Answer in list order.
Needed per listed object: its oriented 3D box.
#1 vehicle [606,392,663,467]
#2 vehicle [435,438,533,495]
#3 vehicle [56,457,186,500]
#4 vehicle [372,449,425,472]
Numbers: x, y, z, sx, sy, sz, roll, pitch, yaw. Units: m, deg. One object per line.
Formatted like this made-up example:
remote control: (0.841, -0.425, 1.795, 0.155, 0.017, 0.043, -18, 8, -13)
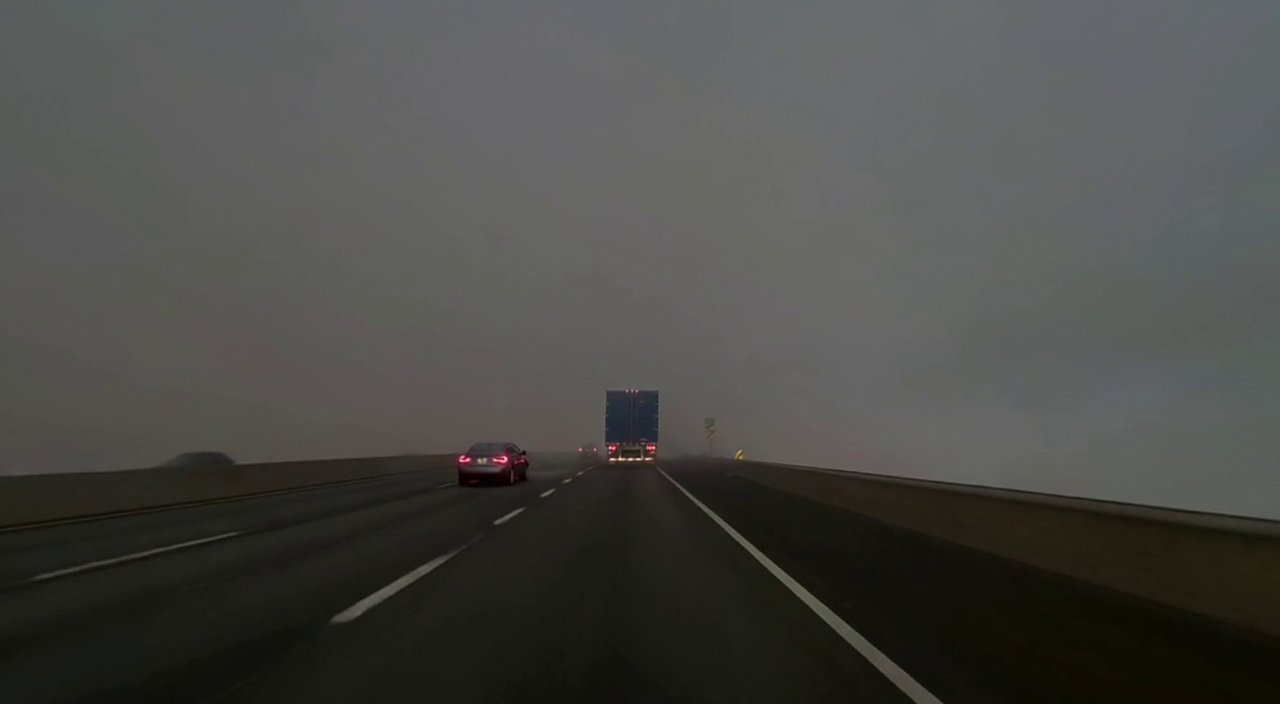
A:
vehicle: (-0.341, 5.117, 40.226, 3.123, 4.094, 10.812, 0, -9, 0)
vehicle: (-4.442, 3.320, 18.506, 1.895, 1.500, 3.808, 0, -9, 0)
vehicle: (-20.626, 5.019, 25.153, 1.822, 1.486, 3.965, 0, -9, 0)
vehicle: (-17.308, 7.746, 45.144, 1.958, 1.524, 4.592, 0, -9, 1)
